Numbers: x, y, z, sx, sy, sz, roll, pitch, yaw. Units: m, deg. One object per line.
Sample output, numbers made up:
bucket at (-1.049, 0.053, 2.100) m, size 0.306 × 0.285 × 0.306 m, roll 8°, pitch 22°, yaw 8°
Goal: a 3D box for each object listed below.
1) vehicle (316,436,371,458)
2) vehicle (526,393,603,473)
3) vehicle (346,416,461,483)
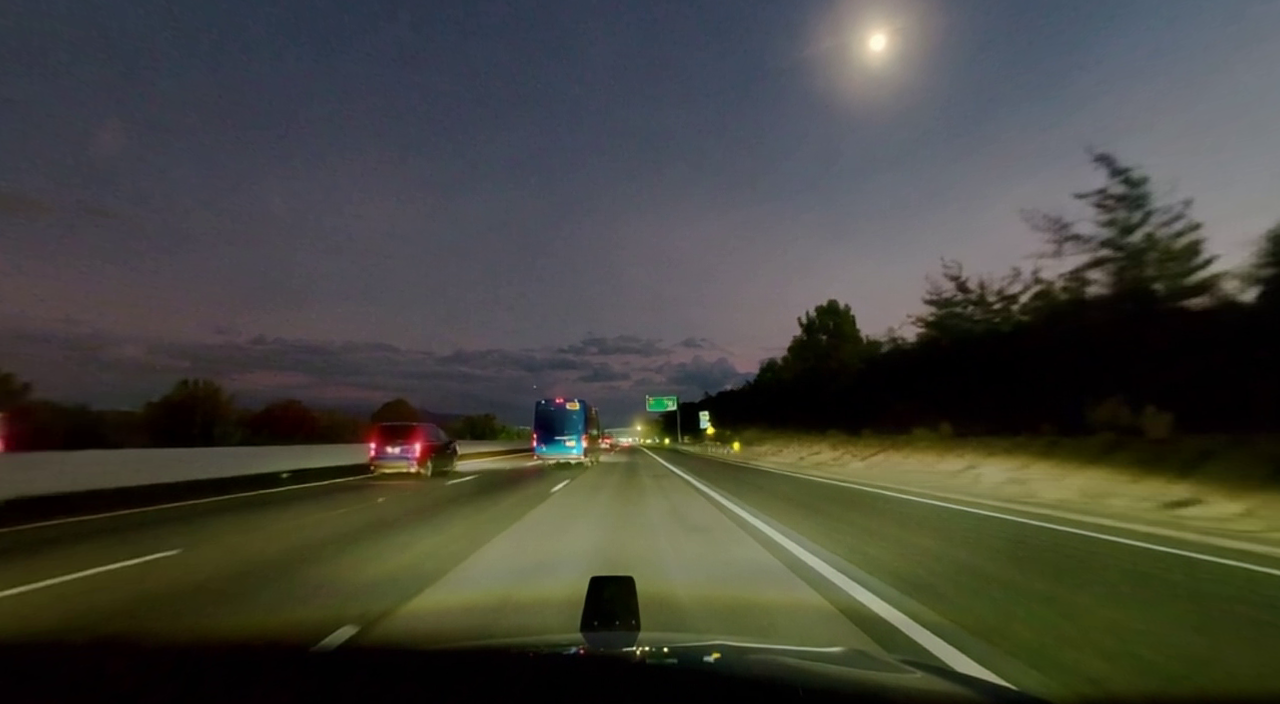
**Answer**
vehicle at (-20.537, 6.573, 43.819) m, size 1.793 × 1.439 × 4.273 m, roll 0°, pitch -8°, yaw -1°
vehicle at (-3.312, 3.838, 29.654) m, size 2.676 × 3.269 × 7.388 m, roll 0°, pitch -8°, yaw 0°
vehicle at (-7.336, 3.050, 20.053) m, size 2.045 × 1.873 × 4.202 m, roll 0°, pitch -8°, yaw 0°
